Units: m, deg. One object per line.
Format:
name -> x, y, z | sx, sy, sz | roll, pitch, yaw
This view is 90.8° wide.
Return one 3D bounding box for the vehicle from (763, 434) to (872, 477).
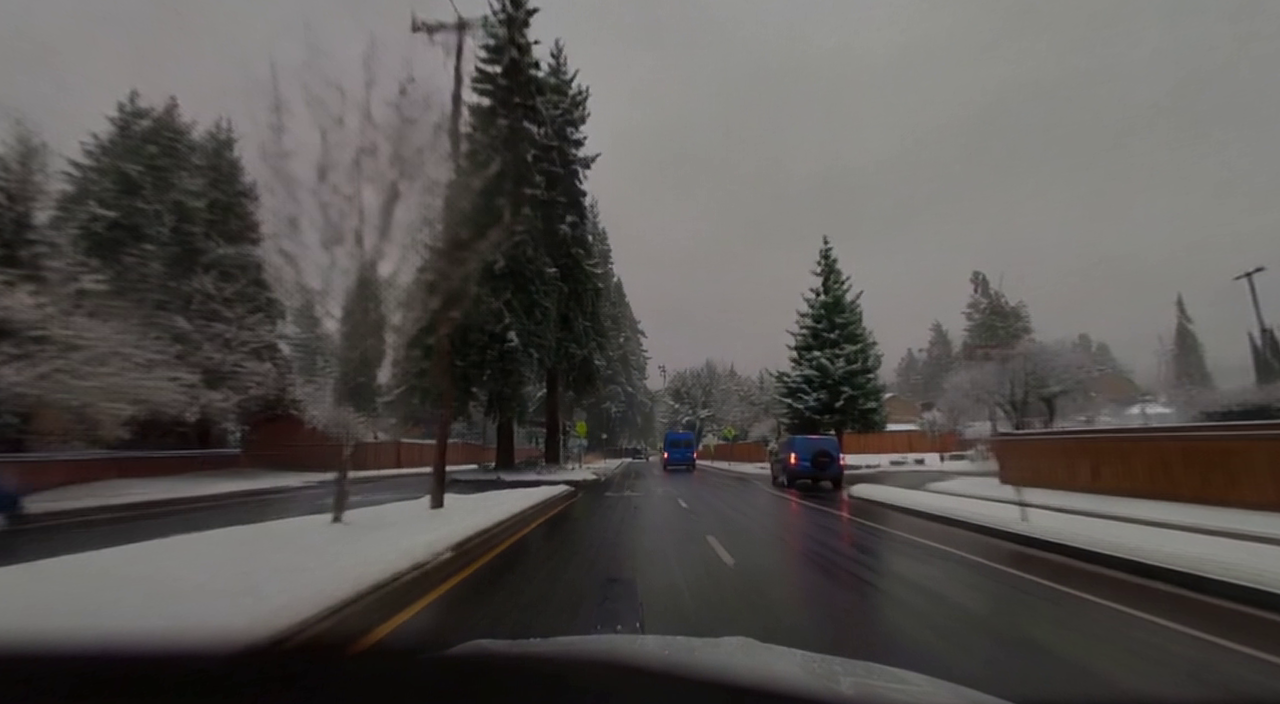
vehicle -> 9.208, 5.424, 33.262 | 4.990, 2.142, 2.488 | 0, -9, 1
